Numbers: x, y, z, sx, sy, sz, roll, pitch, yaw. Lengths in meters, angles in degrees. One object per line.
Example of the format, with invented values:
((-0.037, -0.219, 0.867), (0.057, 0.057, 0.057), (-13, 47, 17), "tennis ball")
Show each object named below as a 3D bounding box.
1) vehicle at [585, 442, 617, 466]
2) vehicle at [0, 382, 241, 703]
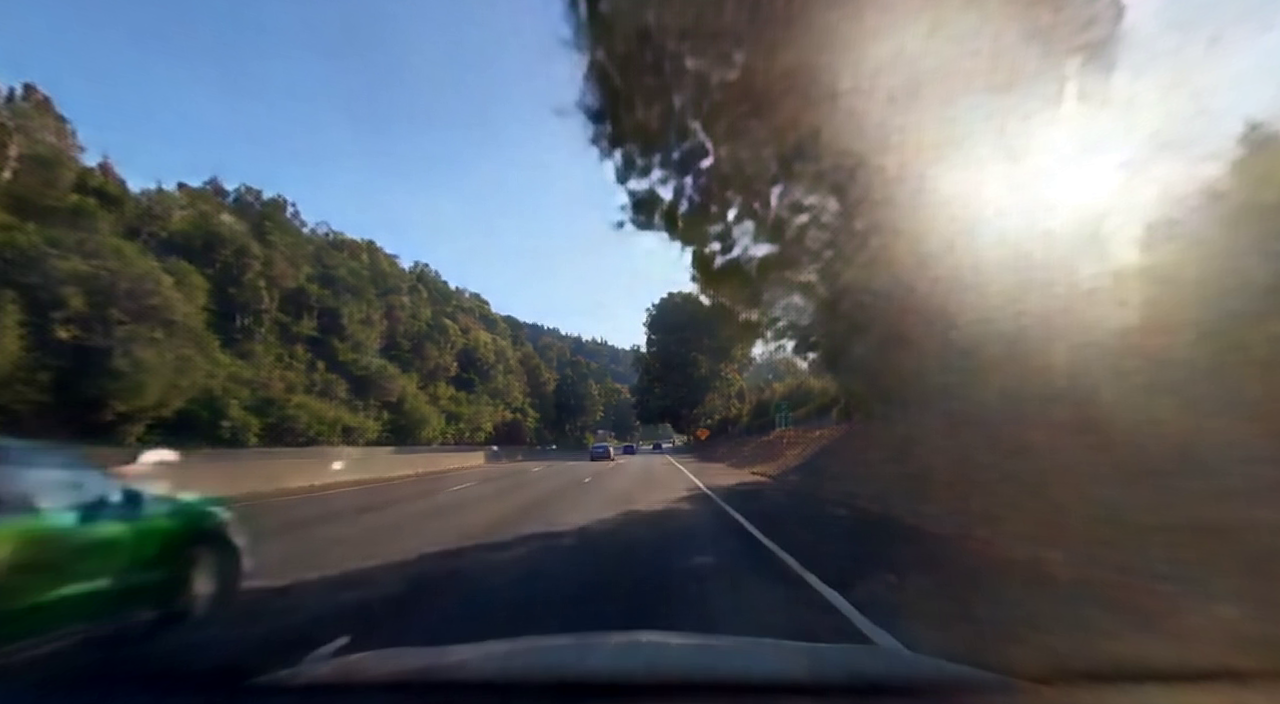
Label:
((-2.667, 7.094, 44.103), (2.015, 1.561, 4.469), (0, -8, 0), "vehicle")
((-3.936, 0.842, 2.375), (1.993, 1.538, 4.192), (0, -8, 2), "vehicle")
